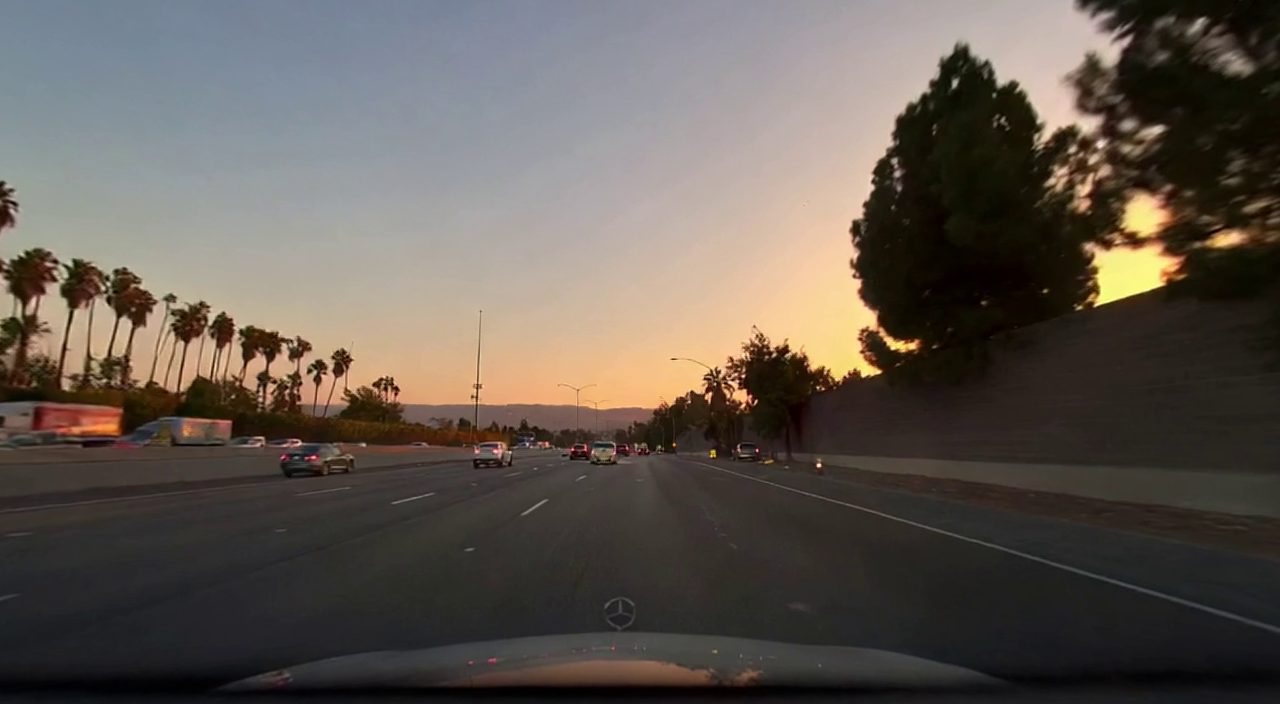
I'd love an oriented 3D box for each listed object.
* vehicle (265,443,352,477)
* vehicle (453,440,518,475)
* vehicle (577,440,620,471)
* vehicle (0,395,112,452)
[{"bbox_3d":[-16.969,5.523,32.606,1.916,1.610,4.445,0,-9,2],"label":"vehicle"},{"bbox_3d":[-7.835,5.393,32.471,2.204,1.677,4.438,0,-9,0],"label":"vehicle"},{"bbox_3d":[-2.249,5.829,35.710,2.201,1.672,4.128,0,-9,-1],"label":"vehicle"},{"bbox_3d":[-40.421,4.949,42.625,2.972,3.490,7.172,-1,-9,4],"label":"vehicle"}]
